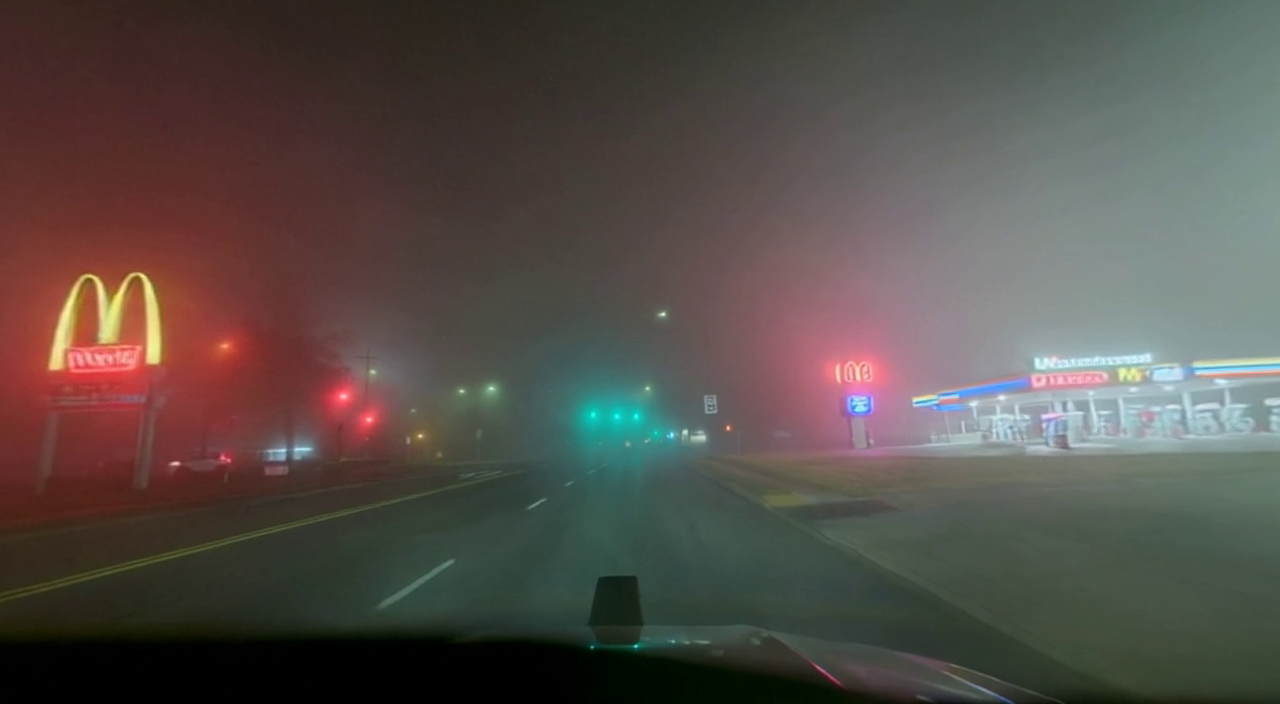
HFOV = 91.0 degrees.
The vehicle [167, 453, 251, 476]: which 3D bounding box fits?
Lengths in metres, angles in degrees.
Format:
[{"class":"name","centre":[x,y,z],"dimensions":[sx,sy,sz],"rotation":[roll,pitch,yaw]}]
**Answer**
[{"class":"vehicle","centre":[-29.031,7.545,42.429],"dimensions":[4.420,1.445,1.954],"rotation":[6,-11,-37]}]

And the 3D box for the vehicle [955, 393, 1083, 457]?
[{"class":"vehicle","centre":[15.967,3.136,26.401],"dimensions":[5.529,2.395,2.399],"rotation":[6,-10,-35]}]
